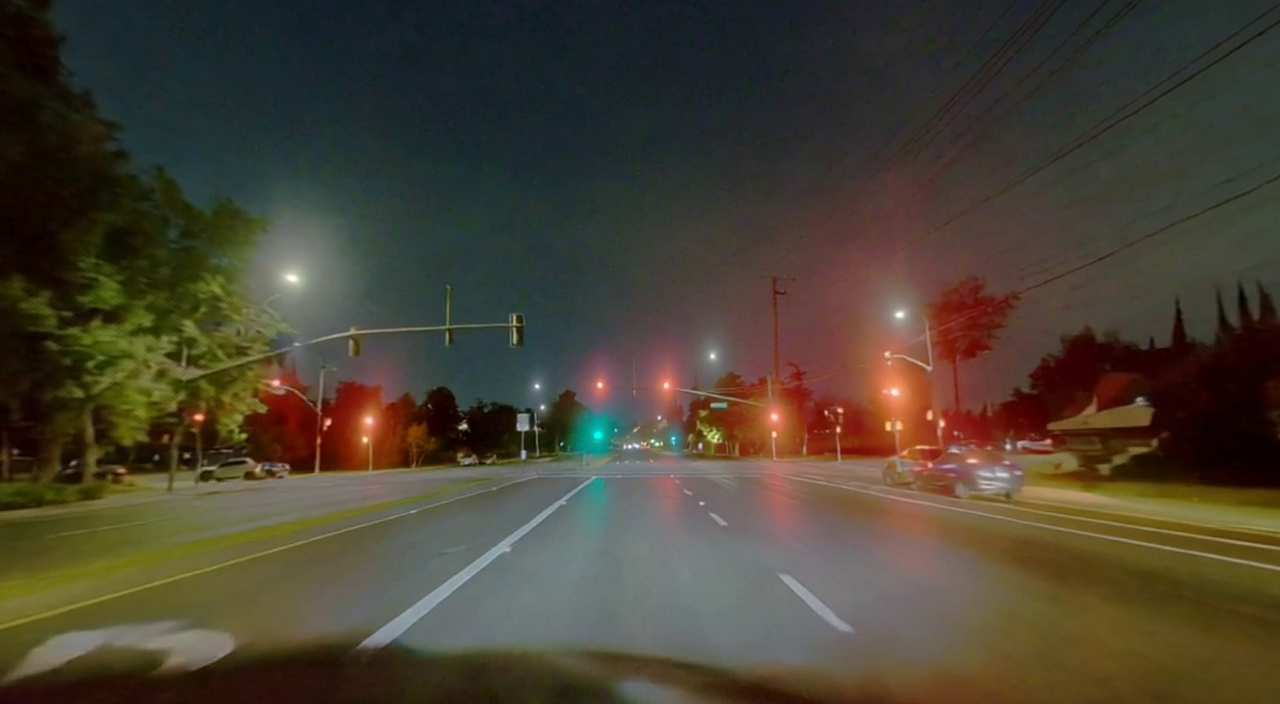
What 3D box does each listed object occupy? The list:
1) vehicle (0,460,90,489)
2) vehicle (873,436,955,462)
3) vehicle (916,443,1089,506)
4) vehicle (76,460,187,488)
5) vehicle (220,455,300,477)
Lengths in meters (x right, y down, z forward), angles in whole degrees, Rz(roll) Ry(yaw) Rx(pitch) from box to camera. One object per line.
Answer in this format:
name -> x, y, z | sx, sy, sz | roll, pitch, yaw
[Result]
vehicle -> -35.488, 7.189, 37.074 | 4.563, 1.451, 2.046 | -2, -8, 1
vehicle -> 20.241, 7.166, 46.746 | 5.021, 1.780, 2.191 | 0, -9, -3
vehicle -> 9.802, 3.317, 17.658 | 1.918, 1.483, 4.813 | 0, -9, -1
vehicle -> -29.454, 7.045, 36.679 | 4.692, 1.476, 1.946 | 0, -9, -2
vehicle -> -27.977, 8.396, 46.649 | 4.665, 1.494, 1.850 | 0, -9, -3
